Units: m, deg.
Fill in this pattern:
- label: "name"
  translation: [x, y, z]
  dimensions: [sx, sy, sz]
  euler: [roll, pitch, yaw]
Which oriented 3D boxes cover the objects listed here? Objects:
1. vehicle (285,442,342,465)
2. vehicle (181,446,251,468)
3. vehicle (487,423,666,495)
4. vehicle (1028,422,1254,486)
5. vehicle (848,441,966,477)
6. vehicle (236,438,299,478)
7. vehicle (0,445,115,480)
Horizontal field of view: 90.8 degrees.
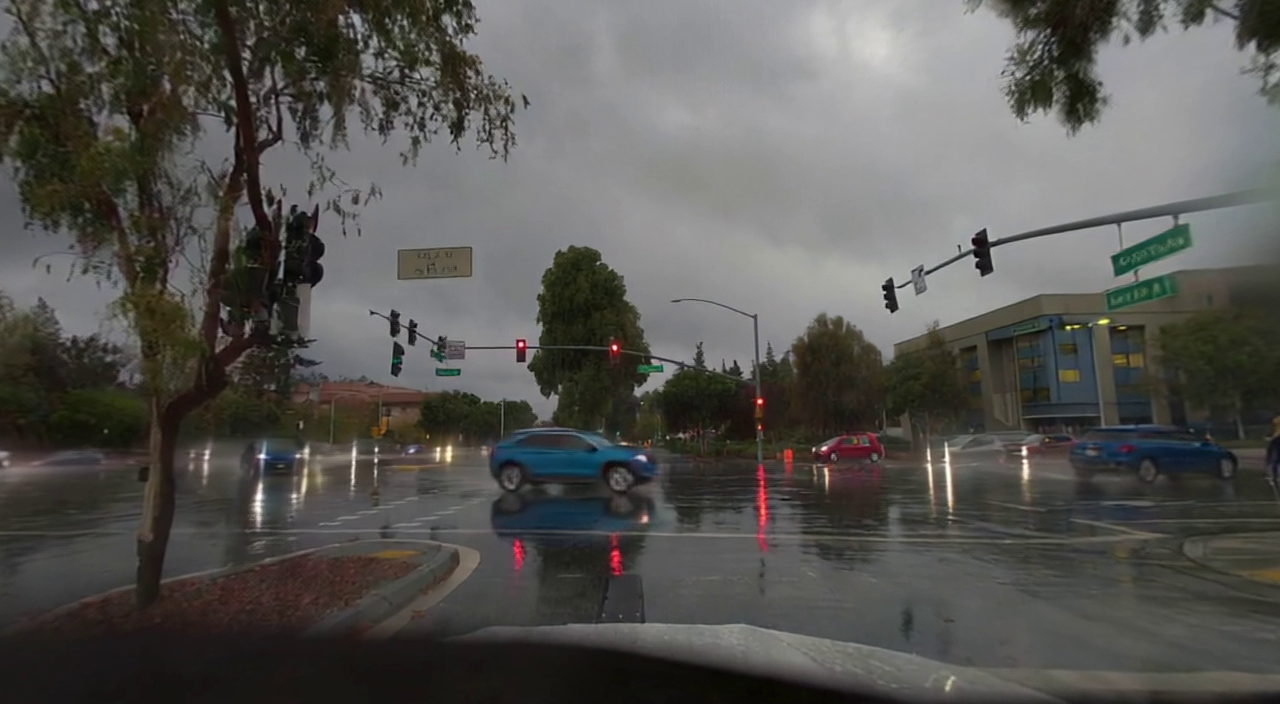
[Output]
- label: "vehicle"
  translation: [-24.531, 7.611, 47.671]
  dimensions: [1.951, 1.609, 4.693]
  euler: [0, -8, -2]
- label: "vehicle"
  translation: [-31.445, 7.791, 47.006]
  dimensions: [1.892, 1.525, 5.171]
  euler: [0, -8, -4]
- label: "vehicle"
  translation: [-1.708, 2.961, 17.670]
  dimensions: [4.509, 1.821, 2.066]
  euler: [-2, -9, 15]
- label: "vehicle"
  translation: [15.588, 3.140, 19.714]
  dimensions: [6.196, 1.777, 2.457]
  euler: [3, -9, -19]
- label: "vehicle"
  translation: [11.589, 4.627, 27.562]
  dimensions: [4.317, 1.491, 1.896]
  euler: [1, -9, -10]
- label: "vehicle"
  translation: [-15.667, 4.397, 26.512]
  dimensions: [2.007, 1.540, 4.312]
  euler: [5, -10, -31]
- label: "vehicle"
  translation: [-27.052, 5.035, 29.215]
  dimensions: [1.881, 1.469, 4.415]
  euler: [0, -8, -3]
